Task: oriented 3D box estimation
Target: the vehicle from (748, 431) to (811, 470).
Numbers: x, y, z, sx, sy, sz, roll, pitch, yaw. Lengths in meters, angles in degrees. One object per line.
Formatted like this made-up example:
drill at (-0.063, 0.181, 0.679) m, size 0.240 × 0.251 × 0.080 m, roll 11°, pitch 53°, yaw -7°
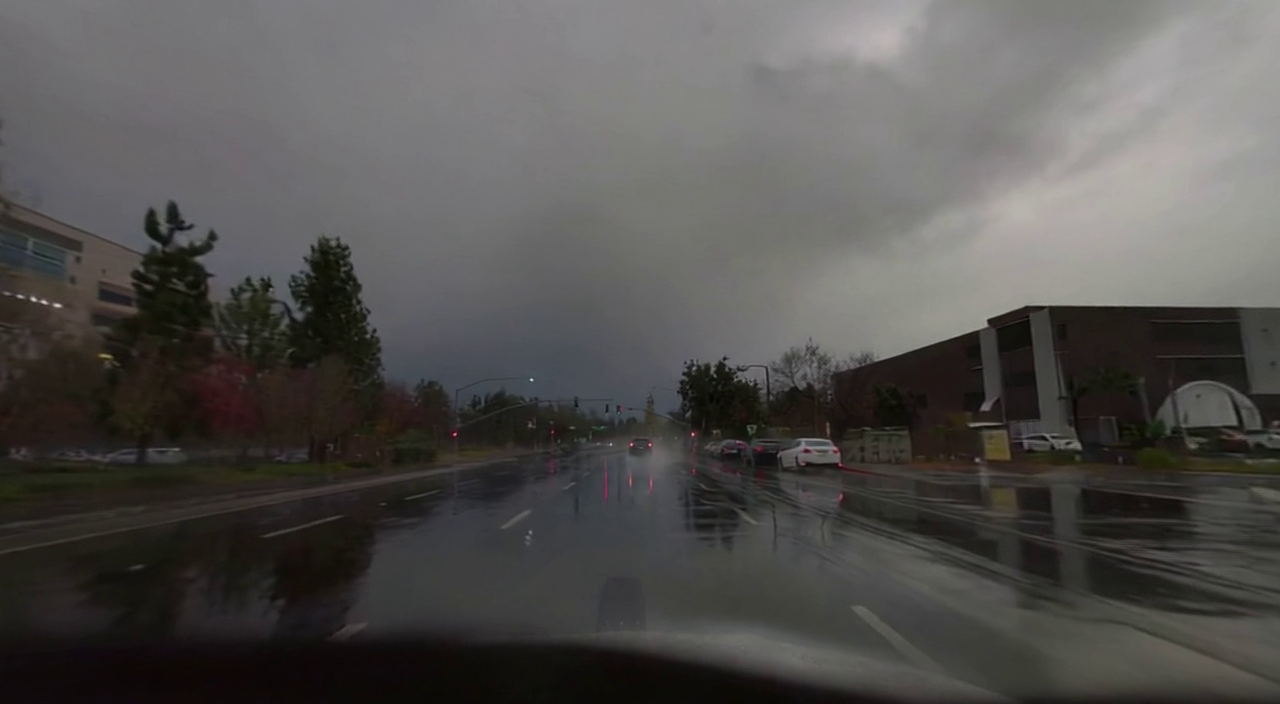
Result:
vehicle at (6.699, 4.789, 30.847) m, size 1.924 × 1.721 × 4.514 m, roll 0°, pitch -8°, yaw -1°

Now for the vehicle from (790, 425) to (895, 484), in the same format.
vehicle at (6.713, 3.460, 21.537) m, size 1.985 × 1.758 × 4.523 m, roll 0°, pitch -8°, yaw -1°
